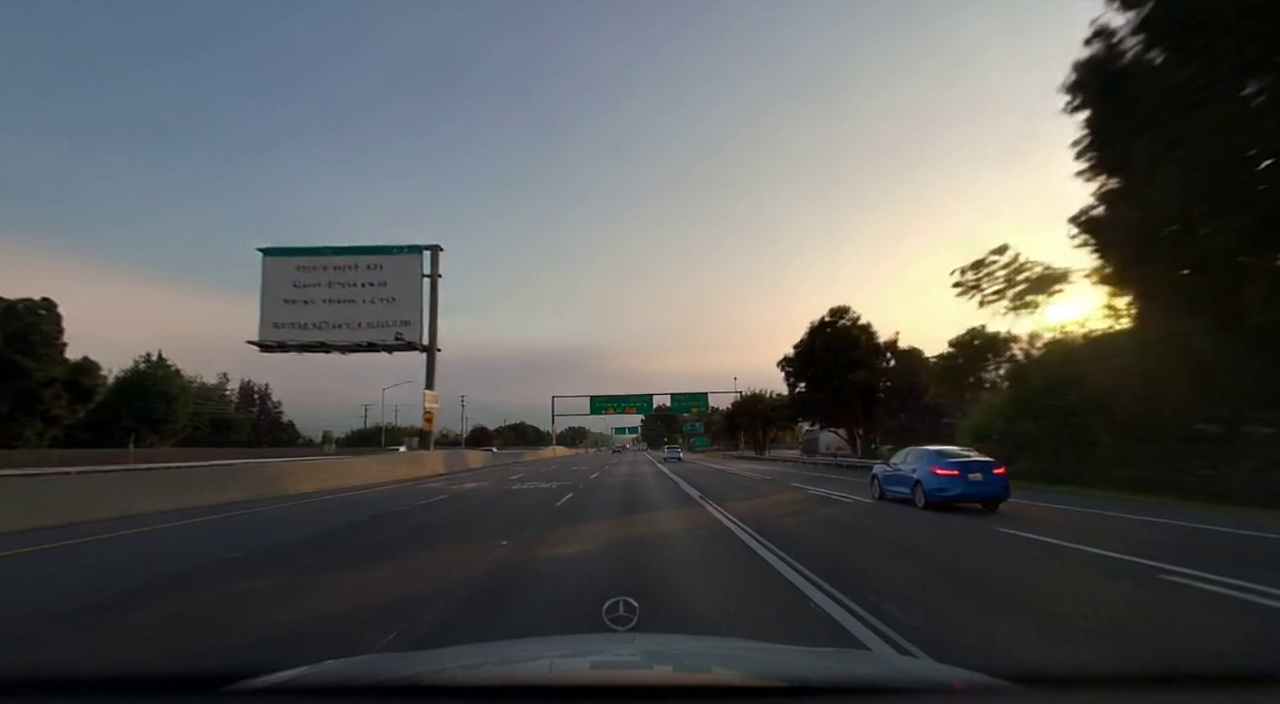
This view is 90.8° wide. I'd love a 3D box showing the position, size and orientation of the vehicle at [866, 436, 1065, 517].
[{"bbox_3d":[6.923,2.641,14.114,1.958,1.498,4.447,1,-8,-2],"label":"vehicle"}]
